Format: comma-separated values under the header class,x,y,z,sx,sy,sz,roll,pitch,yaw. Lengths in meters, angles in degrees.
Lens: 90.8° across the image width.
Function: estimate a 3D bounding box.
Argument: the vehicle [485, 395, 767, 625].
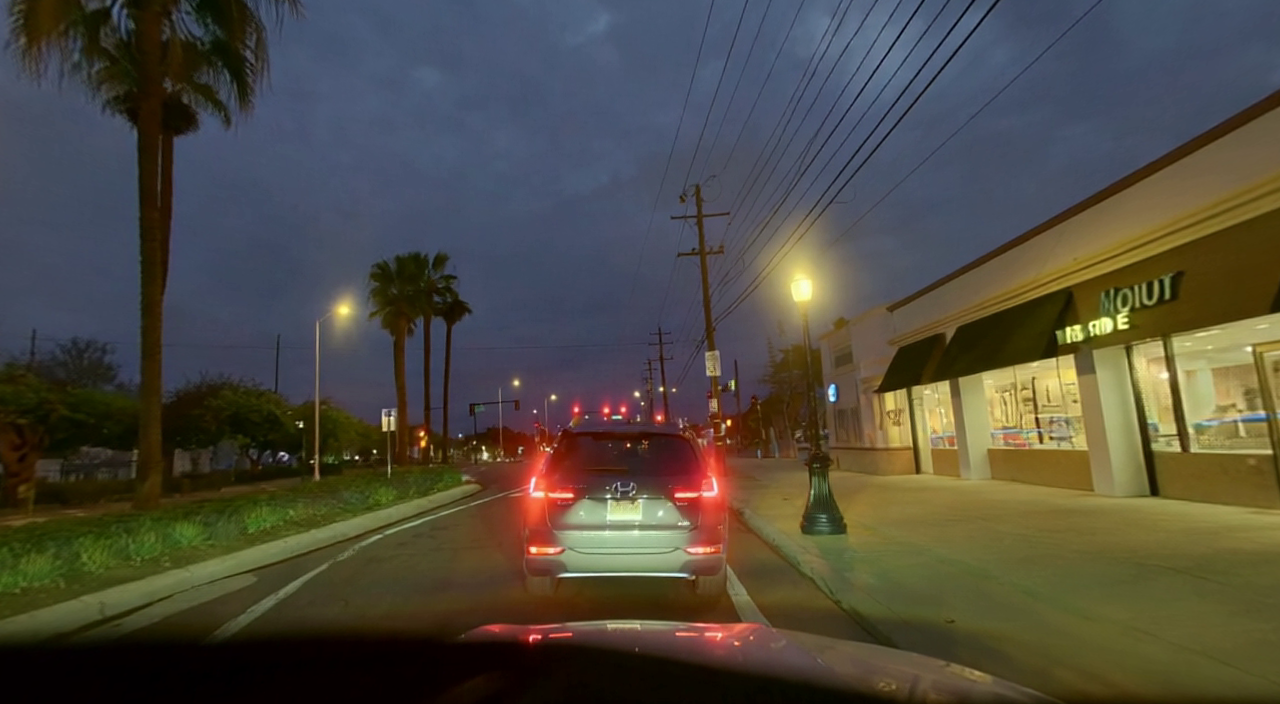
class,x,y,z,sx,sy,sz,roll,pitch,yaw
vehicle,-0.190,1.449,6.682,2.105,1.702,3.750,0,-8,-3
